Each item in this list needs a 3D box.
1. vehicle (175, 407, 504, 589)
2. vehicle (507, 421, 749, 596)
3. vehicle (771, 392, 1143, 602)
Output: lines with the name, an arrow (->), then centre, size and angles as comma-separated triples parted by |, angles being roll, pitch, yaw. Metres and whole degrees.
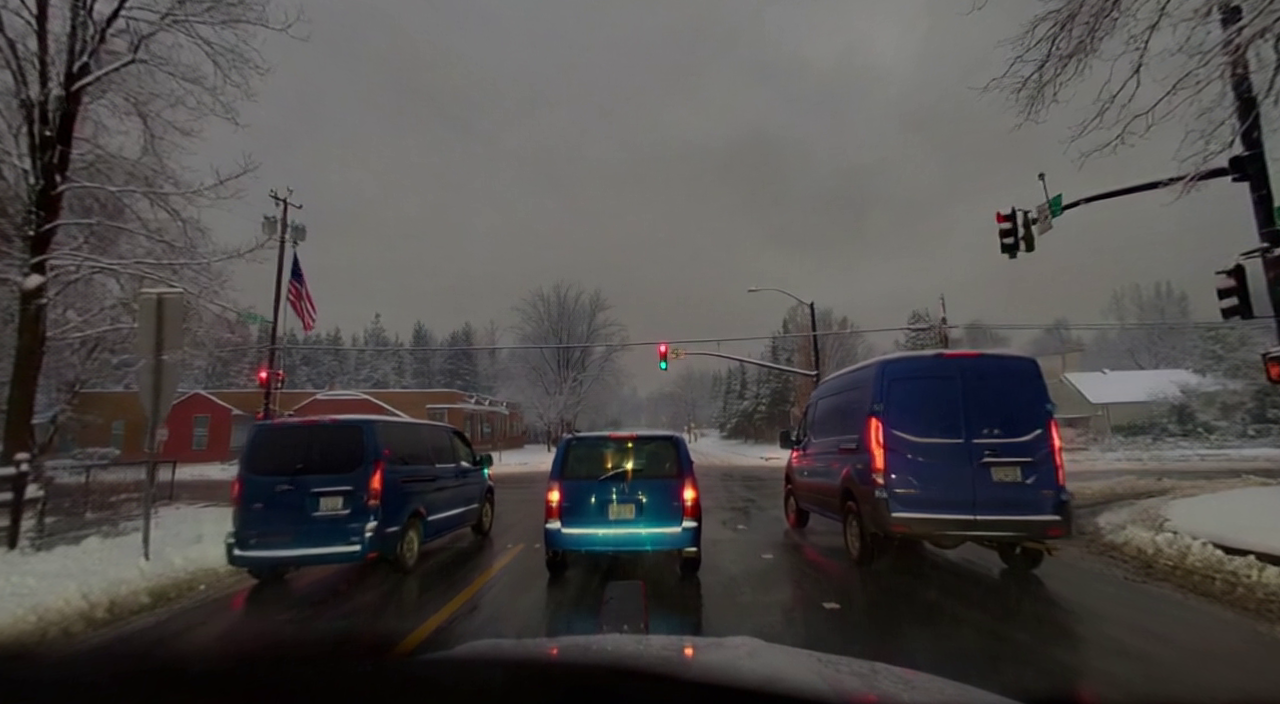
vehicle -> -3.269, 1.666, 7.973 | 2.024, 1.677, 3.998 | 0, -9, 3
vehicle -> -0.134, 1.670, 7.600 | 2.098, 1.494, 4.118 | 0, -9, -1
vehicle -> 3.109, 1.543, 7.548 | 2.178, 1.746, 4.400 | 0, -9, 1
